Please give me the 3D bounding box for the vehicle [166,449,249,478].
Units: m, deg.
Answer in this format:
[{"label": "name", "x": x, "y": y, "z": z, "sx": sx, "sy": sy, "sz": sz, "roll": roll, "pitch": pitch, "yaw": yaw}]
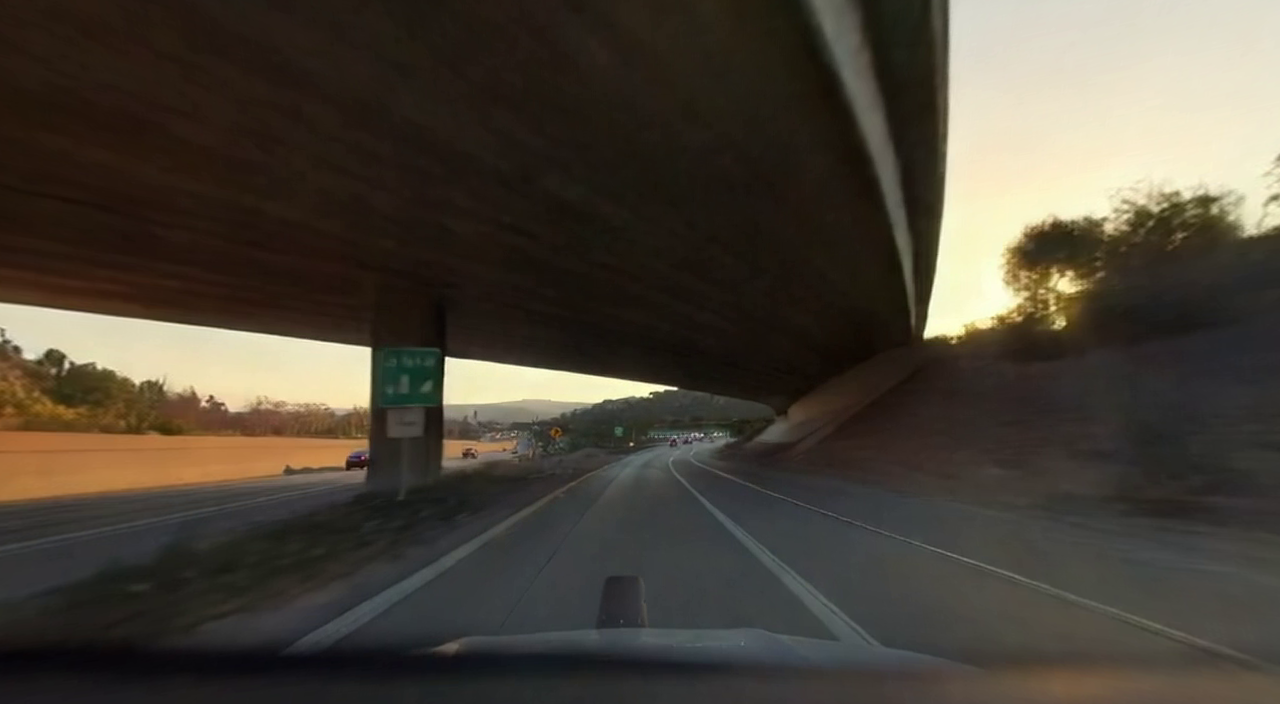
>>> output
[{"label": "vehicle", "x": -29.180, "y": 7.536, "z": 42.747, "sx": 2.220, "sy": 1.806, "sz": 5.471, "roll": 1, "pitch": -9, "yaw": -6}]
